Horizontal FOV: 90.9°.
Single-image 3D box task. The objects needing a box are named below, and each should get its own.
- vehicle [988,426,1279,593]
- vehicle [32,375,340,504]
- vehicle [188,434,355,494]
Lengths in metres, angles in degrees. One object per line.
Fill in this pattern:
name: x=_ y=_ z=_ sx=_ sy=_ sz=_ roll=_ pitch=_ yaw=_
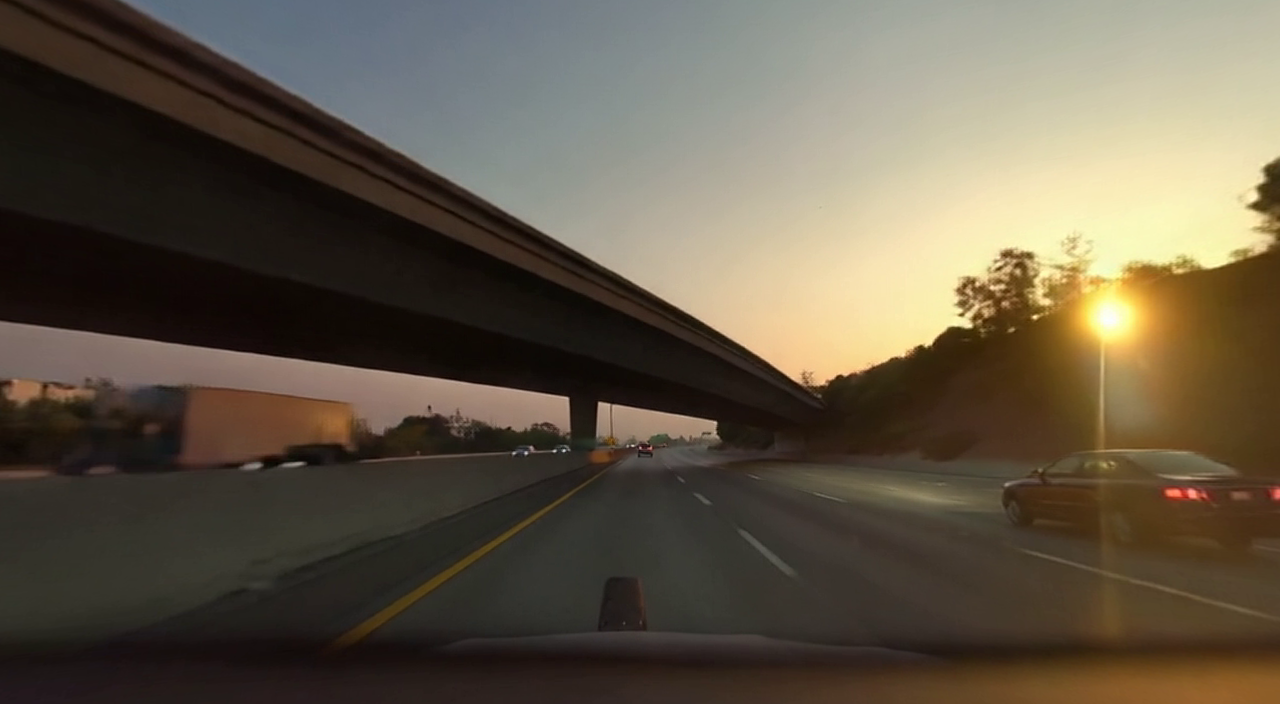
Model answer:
vehicle: x=6.931 y=1.796 z=8.113 sx=2.093 sy=1.525 sz=4.865 roll=0 pitch=-8 yaw=0
vehicle: x=-14.896 y=3.159 z=22.555 sx=2.966 sy=3.515 sz=10.615 roll=0 pitch=-9 yaw=1
vehicle: x=-11.159 y=3.428 z=19.697 sx=1.991 sy=1.603 sz=5.124 roll=0 pitch=-9 yaw=2
